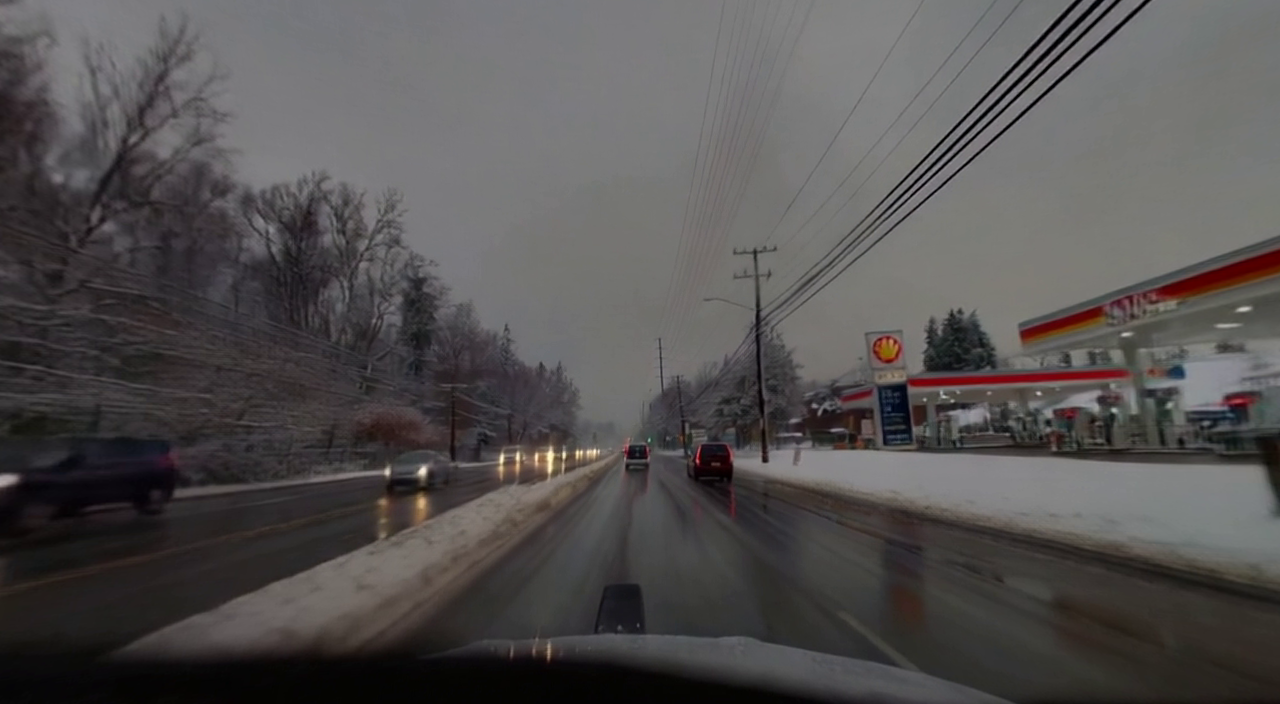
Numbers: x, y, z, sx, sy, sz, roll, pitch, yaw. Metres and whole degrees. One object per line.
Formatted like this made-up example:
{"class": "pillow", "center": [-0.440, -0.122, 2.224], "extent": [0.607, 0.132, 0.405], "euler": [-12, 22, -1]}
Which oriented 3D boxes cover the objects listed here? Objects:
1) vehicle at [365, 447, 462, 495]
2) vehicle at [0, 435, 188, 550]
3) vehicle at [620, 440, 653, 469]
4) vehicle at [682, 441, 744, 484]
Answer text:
{"class": "vehicle", "center": [-8.382, 4.410, 23.881], "extent": [2.085, 1.582, 4.305], "euler": [-1, -8, 0]}
{"class": "vehicle", "center": [-11.491, 2.550, 12.004], "extent": [2.301, 1.827, 4.754], "euler": [0, -8, -1]}
{"class": "vehicle", "center": [-0.274, 7.000, 43.252], "extent": [2.163, 1.825, 4.073], "euler": [-1, -8, -1]}
{"class": "vehicle", "center": [2.918, 4.531, 26.189], "extent": [1.990, 1.592, 4.294], "euler": [0, -8, -1]}
